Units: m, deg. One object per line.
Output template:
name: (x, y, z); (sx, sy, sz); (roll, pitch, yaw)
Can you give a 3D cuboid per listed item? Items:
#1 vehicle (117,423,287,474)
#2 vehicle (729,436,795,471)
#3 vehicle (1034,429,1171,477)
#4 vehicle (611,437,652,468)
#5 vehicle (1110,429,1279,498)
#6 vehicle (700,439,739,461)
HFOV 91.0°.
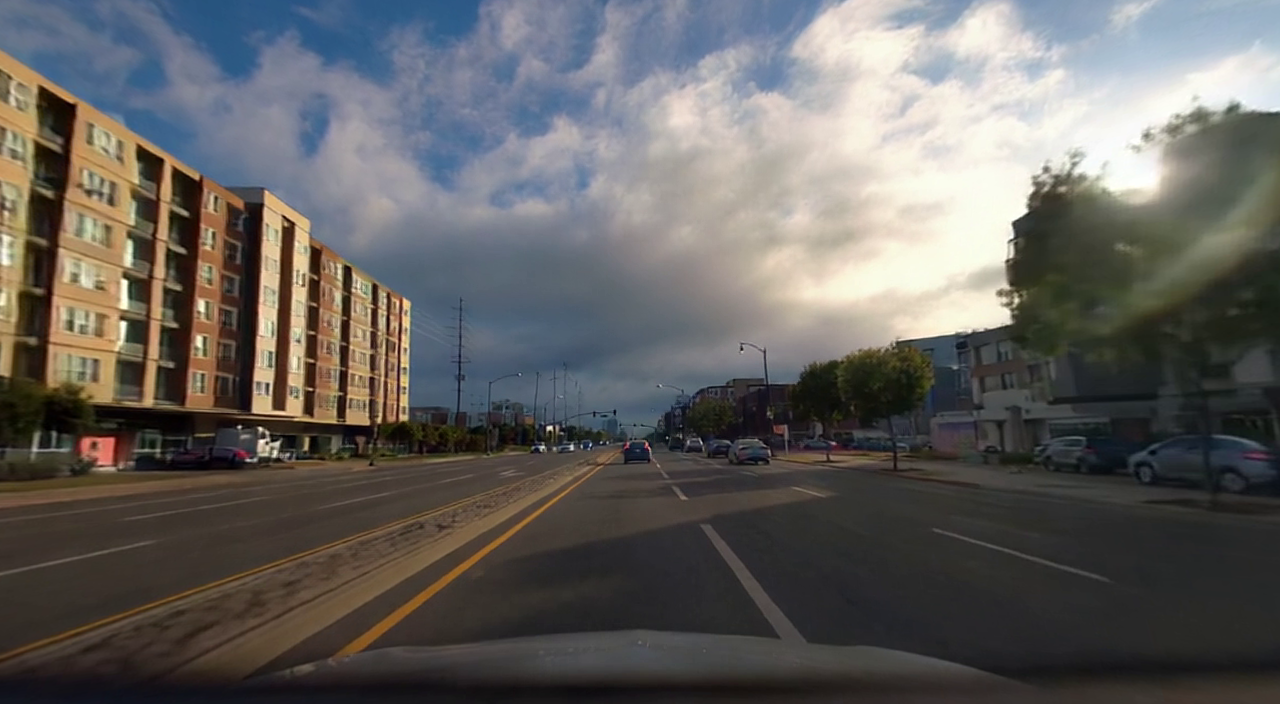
vehicle: (-33.301, 7.389, 48.936); (4.125, 3.409, 11.667); (-1, -8, 5)
vehicle: (5.789, 4.903, 30.579); (2.121, 1.557, 4.898); (0, -9, -1)
vehicle: (20.489, 4.519, 28.247); (2.286, 1.948, 4.949); (0, -9, -1)
vehicle: (-0.447, 5.373, 33.828); (2.106, 1.553, 3.964); (0, -9, -1)
vehicle: (15.006, 2.811, 16.330); (2.025, 1.523, 4.581); (0, -8, -1)
vehicle: (5.665, 7.066, 45.424); (2.154, 1.554, 4.149); (0, -9, -2)
